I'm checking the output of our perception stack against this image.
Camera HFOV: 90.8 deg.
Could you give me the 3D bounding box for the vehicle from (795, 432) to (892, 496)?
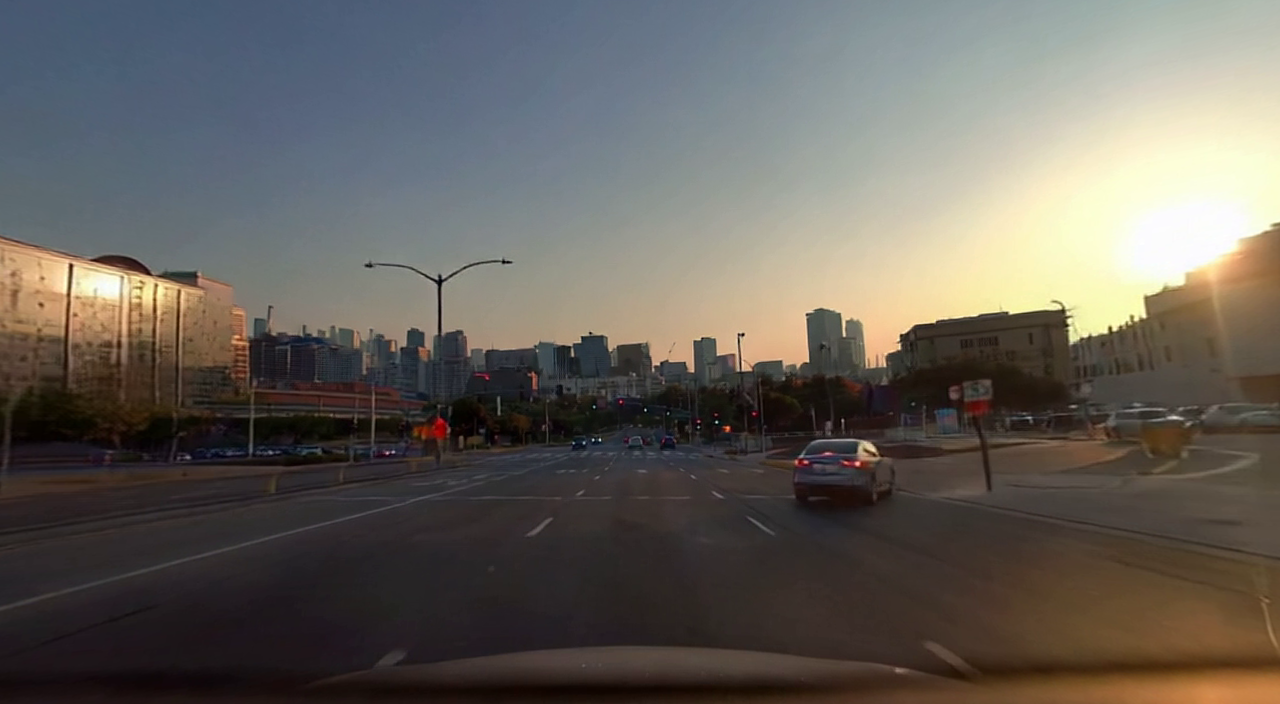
[{"bbox_3d":[5.405,2.959,17.194,2.113,1.470,4.867,-2,-9,15],"label":"vehicle"}]
